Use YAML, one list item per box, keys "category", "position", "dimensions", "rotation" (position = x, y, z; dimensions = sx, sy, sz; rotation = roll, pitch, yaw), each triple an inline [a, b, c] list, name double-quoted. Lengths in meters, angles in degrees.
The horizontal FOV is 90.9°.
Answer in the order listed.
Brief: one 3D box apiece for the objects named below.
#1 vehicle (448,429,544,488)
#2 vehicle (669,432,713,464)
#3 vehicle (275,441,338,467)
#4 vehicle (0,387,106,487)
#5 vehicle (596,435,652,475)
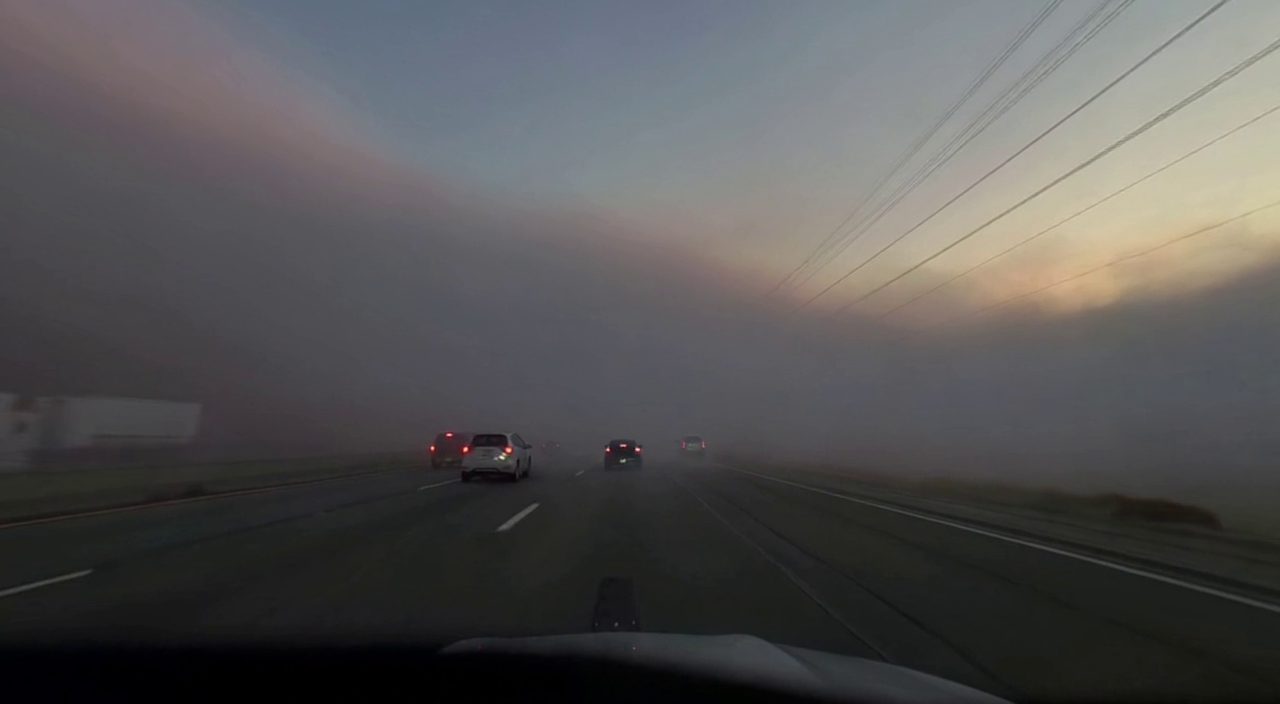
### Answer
- category: "vehicle"
  position: [-4.278, 3.215, 19.522]
  dimensions: [1.901, 1.601, 4.610]
  rotation: [0, -8, 0]
- category: "vehicle"
  position: [2.892, 5.533, 36.665]
  dimensions: [1.950, 1.695, 4.446]
  rotation: [0, -8, -2]
- category: "vehicle"
  position: [-20.085, 6.135, 38.122]
  dimensions: [1.699, 1.414, 3.845]
  rotation: [0, -8, -1]
- category: "vehicle"
  position: [-23.536, 3.105, 22.947]
  dimensions: [2.932, 3.425, 5.893]
  rotation: [0, -8, -1]
- category: "vehicle"
  position: [-0.639, 4.117, 25.588]
  dimensions: [2.086, 1.488, 3.440]
  rotation: [0, -8, -1]
